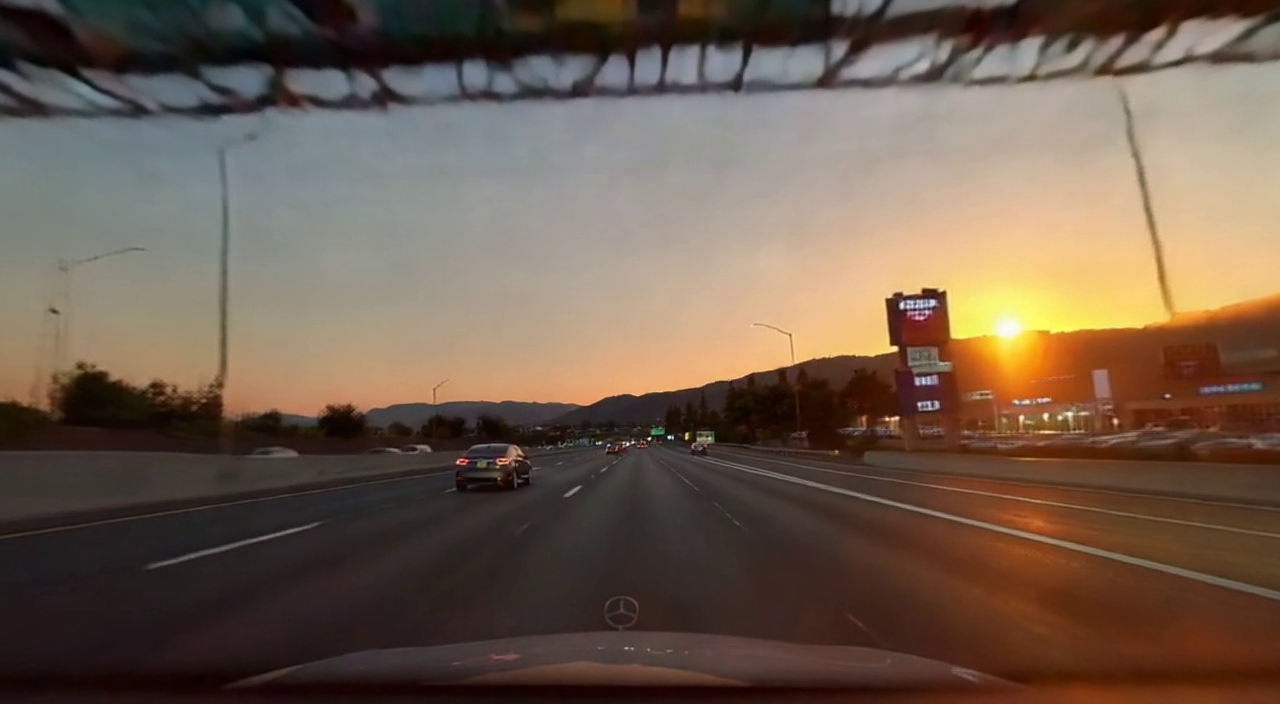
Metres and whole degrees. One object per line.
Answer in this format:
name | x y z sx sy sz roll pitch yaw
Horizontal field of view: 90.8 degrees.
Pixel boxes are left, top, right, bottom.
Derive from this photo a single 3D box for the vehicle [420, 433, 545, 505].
vehicle | -3.670 2.786 15.561 1.939 1.508 4.272 0 -8 0
